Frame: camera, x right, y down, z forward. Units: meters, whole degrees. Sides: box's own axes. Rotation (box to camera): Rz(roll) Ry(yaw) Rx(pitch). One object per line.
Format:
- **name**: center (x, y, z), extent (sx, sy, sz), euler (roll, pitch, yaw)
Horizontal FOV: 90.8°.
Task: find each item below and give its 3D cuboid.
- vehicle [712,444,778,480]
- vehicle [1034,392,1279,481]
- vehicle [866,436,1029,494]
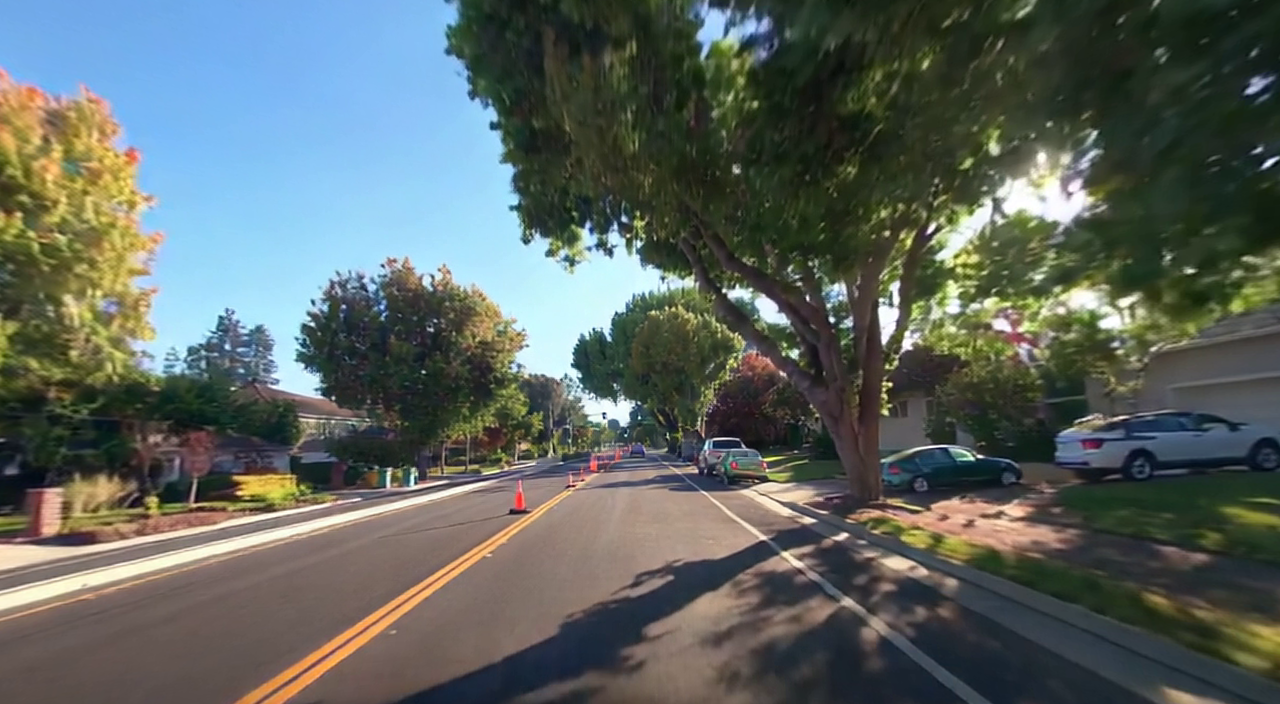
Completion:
- **vehicle**: center (4.235, 4.507, 26.195), extent (1.928, 1.333, 4.586), euler (0, -8, -1)
- **vehicle**: center (14.919, 2.360, 17.620), extent (6.037, 2.247, 2.657), euler (0, -9, -2)
- **vehicle**: center (8.427, 3.100, 17.559), extent (3.561, 1.465, 1.870), euler (1, -7, -2)
